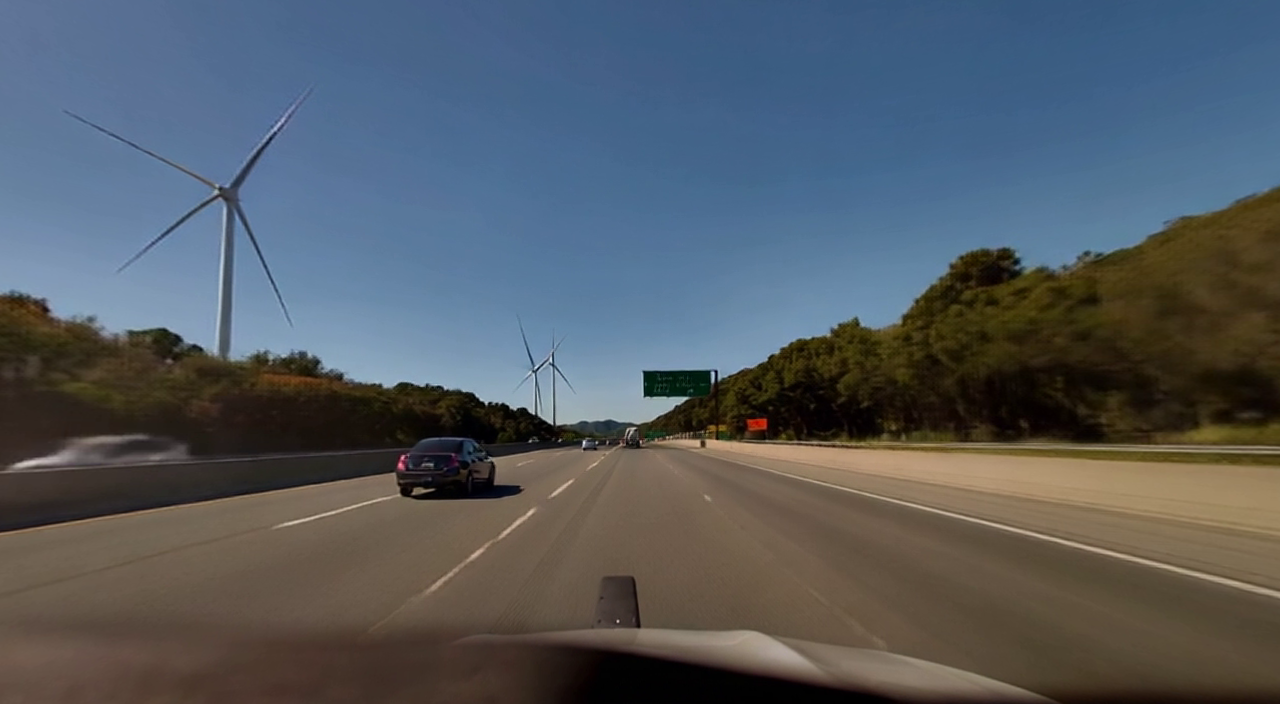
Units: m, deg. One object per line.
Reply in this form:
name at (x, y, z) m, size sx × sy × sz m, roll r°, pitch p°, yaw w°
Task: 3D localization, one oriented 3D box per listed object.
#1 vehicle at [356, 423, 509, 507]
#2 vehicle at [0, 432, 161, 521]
vehicle at (-4.192, 2.327, 13.491) m, size 1.950 × 1.511 × 3.965 m, roll 0°, pitch -8°, yaw 0°
vehicle at (-12.363, 2.443, 12.981) m, size 2.055 × 1.545 × 3.765 m, roll 0°, pitch -8°, yaw -1°
